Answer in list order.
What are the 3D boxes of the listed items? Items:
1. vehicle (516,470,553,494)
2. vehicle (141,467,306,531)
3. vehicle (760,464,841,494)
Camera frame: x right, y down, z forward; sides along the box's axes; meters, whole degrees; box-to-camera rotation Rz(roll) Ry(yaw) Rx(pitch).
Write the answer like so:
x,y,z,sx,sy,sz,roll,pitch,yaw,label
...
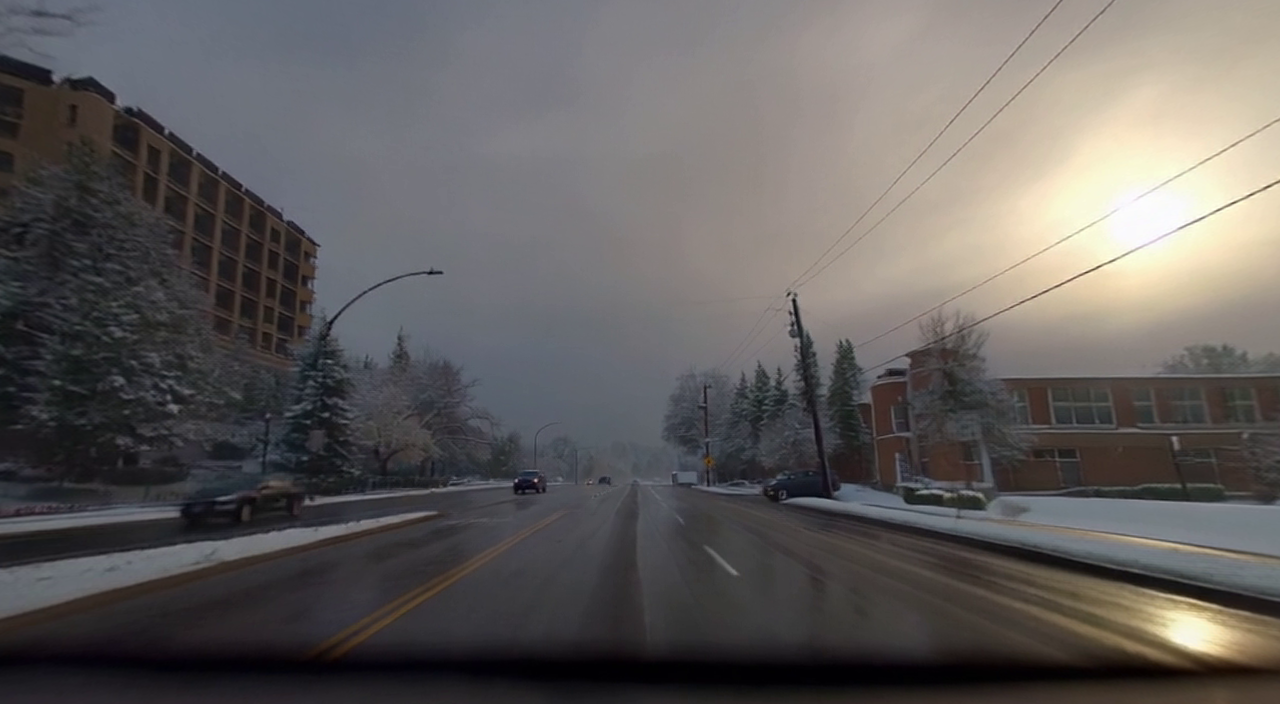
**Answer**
x,y,z,sx,sy,sz,roll,pitch,yaw,label
-8.141,10.145,48.876,2.220,1.681,4.633,-1,-12,-1,vehicle
-12.281,4.330,18.946,1.941,1.511,4.348,0,-8,1,vehicle
10.766,8.524,42.308,4.903,1.831,2.098,0,-9,2,vehicle
